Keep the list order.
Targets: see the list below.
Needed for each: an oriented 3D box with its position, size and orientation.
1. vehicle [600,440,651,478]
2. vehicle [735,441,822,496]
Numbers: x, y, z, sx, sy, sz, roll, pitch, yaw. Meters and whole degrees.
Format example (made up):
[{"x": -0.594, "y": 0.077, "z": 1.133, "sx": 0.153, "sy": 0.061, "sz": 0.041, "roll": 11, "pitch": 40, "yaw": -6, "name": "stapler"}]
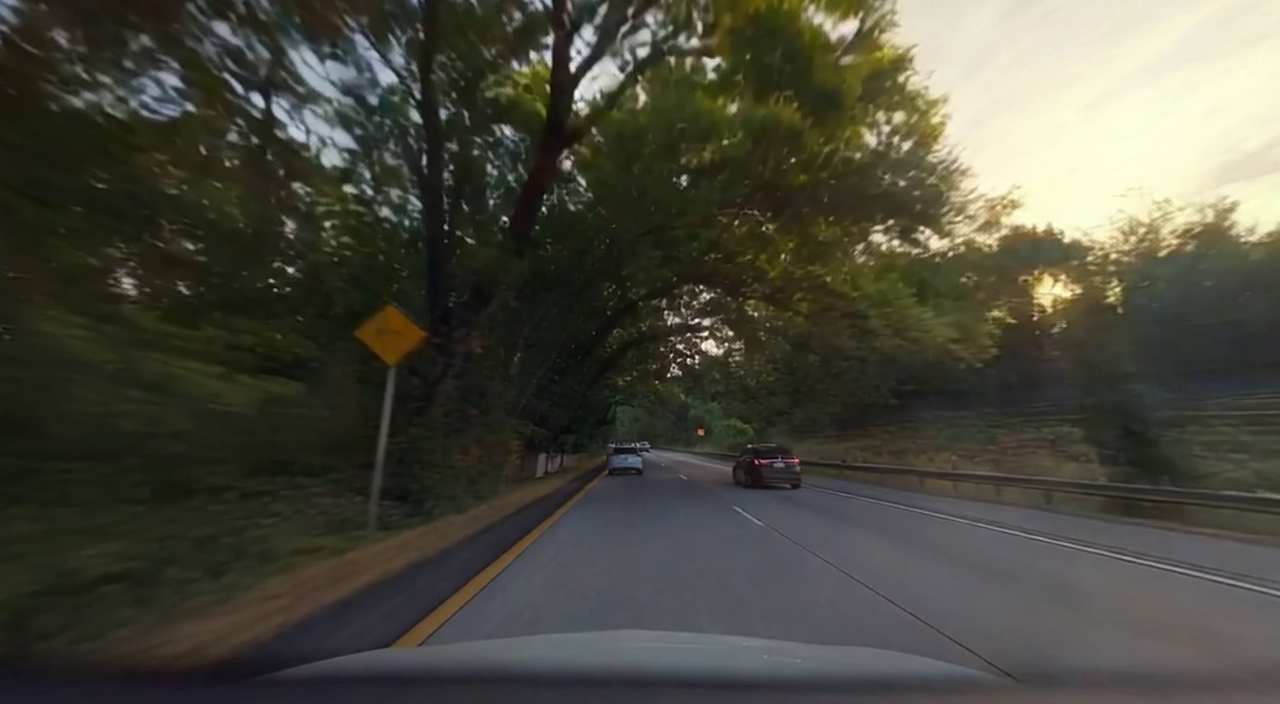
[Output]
[{"x": -0.632, "y": 4.818, "z": 28.570, "sx": 2.120, "sy": 1.575, "sz": 4.018, "roll": 0, "pitch": -9, "yaw": 0, "name": "vehicle"}, {"x": 4.033, "y": 3.446, "z": 18.895, "sx": 1.757, "sy": 1.459, "sz": 3.398, "roll": 0, "pitch": -9, "yaw": -1, "name": "vehicle"}]
